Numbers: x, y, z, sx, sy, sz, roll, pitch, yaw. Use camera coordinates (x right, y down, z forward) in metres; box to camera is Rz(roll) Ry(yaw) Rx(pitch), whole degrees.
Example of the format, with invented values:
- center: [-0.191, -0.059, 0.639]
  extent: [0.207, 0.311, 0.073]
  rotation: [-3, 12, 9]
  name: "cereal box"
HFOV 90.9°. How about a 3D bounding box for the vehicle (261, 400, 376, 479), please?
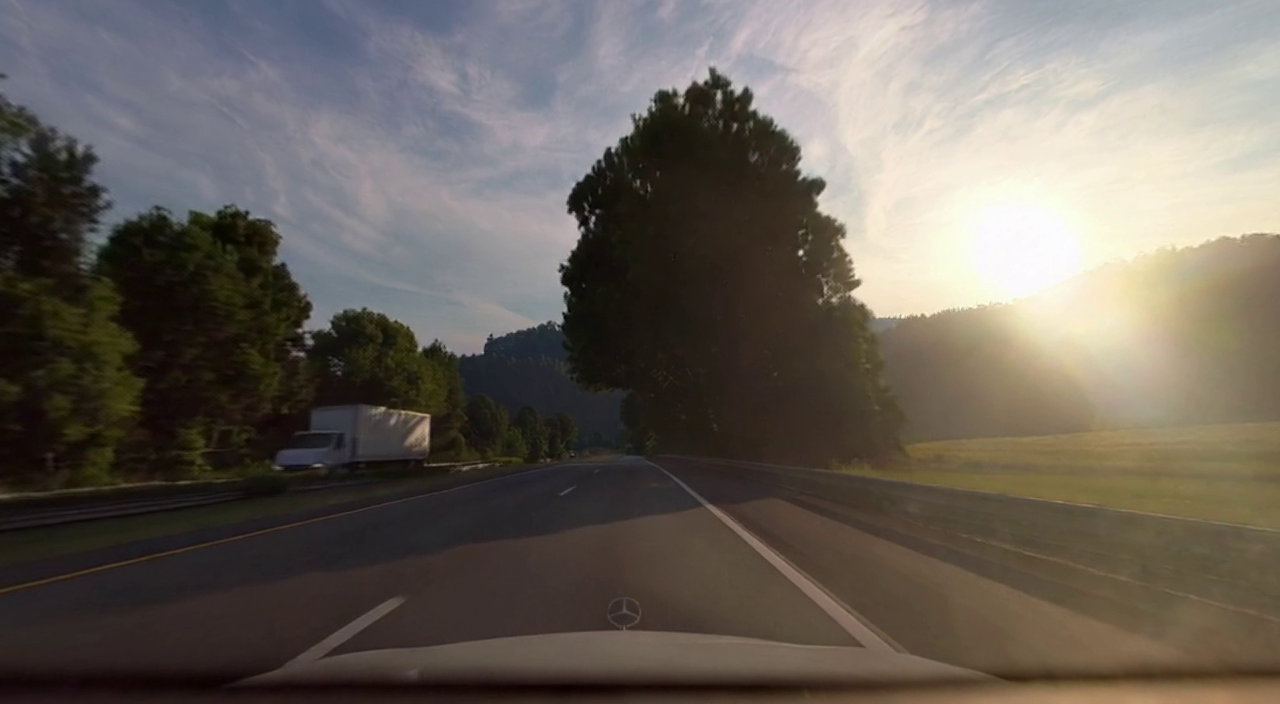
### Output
- center: [-17.300, 4.784, 34.439]
  extent: [3.023, 3.905, 5.914]
  rotation: [0, -9, 0]
  name: "vehicle"
